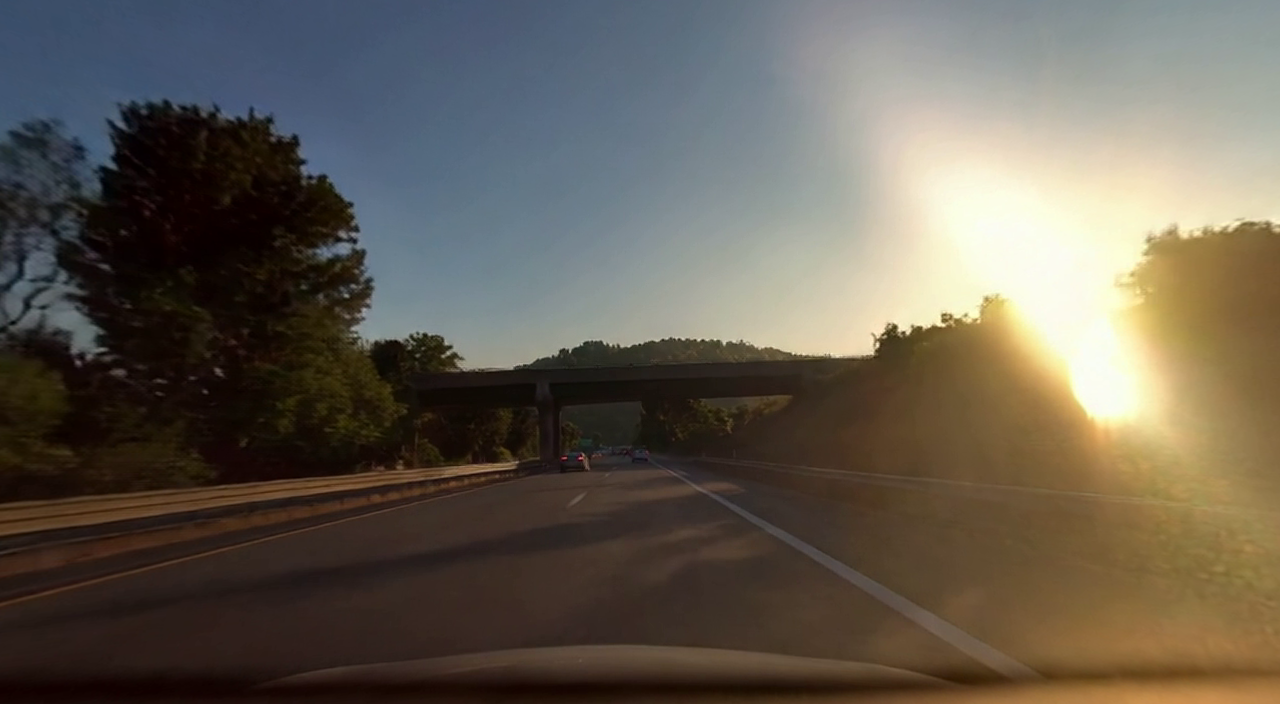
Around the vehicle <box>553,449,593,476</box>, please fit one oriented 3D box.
[{"bbox_3d":[-4.262,7.053,40.595,2.076,1.637,4.526,0,-9,0],"label":"vehicle"}]
